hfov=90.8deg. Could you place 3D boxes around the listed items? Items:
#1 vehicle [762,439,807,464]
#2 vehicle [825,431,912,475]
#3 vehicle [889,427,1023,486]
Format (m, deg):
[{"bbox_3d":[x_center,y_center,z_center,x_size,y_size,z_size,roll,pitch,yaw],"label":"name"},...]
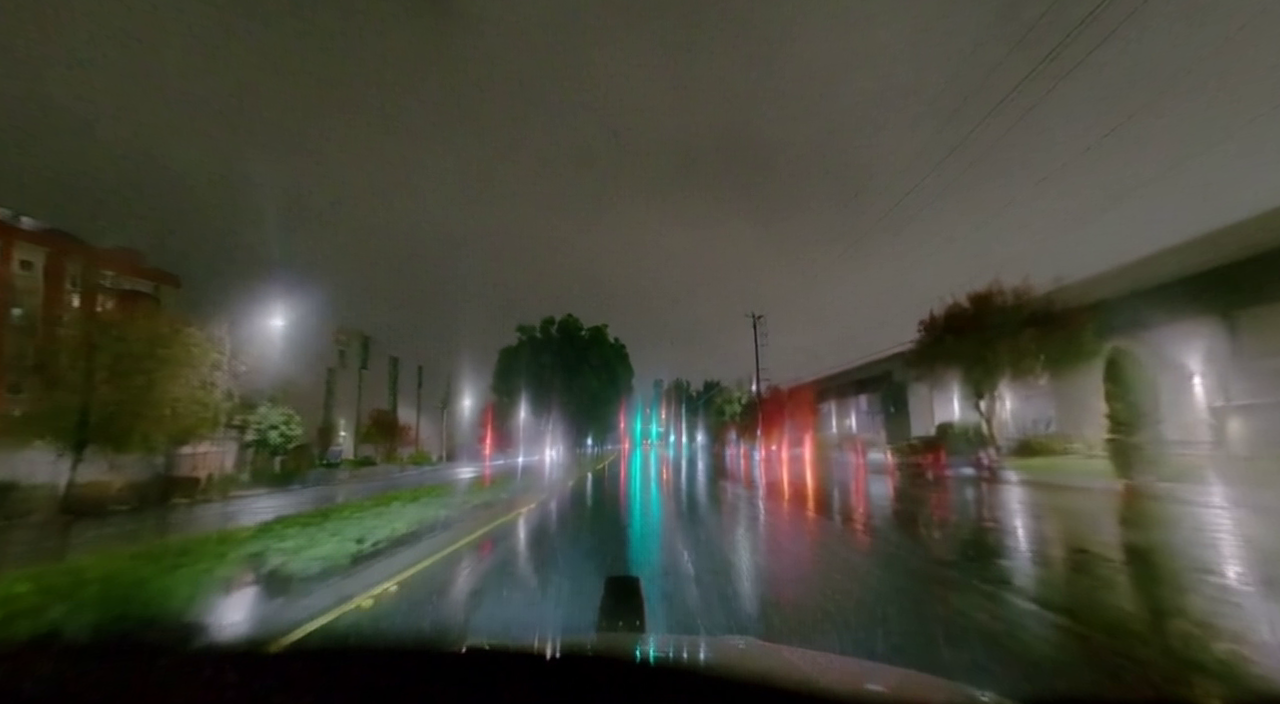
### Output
[{"bbox_3d":[9.774,6.740,43.038,1.970,1.610,4.247,0,-8,-1],"label":"vehicle"},{"bbox_3d":[9.839,4.396,27.626,2.037,1.732,4.530,0,-8,-1],"label":"vehicle"},{"bbox_3d":[9.939,3.315,20.316,1.984,1.672,4.262,0,-8,-2],"label":"vehicle"}]
